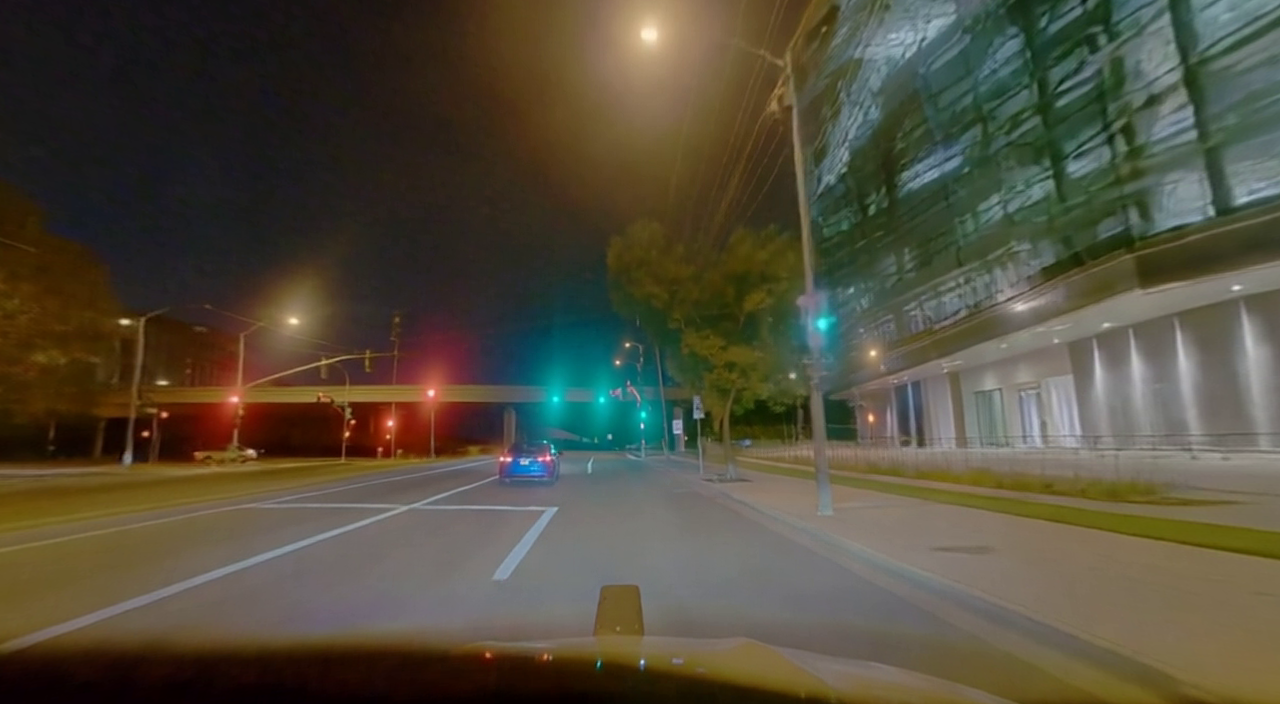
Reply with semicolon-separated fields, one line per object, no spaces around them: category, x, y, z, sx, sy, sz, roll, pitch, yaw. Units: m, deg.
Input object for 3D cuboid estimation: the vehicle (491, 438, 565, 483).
vehicle;-4.018;3.965;23.429;2.154;1.465;4.532;0;-8;-3
